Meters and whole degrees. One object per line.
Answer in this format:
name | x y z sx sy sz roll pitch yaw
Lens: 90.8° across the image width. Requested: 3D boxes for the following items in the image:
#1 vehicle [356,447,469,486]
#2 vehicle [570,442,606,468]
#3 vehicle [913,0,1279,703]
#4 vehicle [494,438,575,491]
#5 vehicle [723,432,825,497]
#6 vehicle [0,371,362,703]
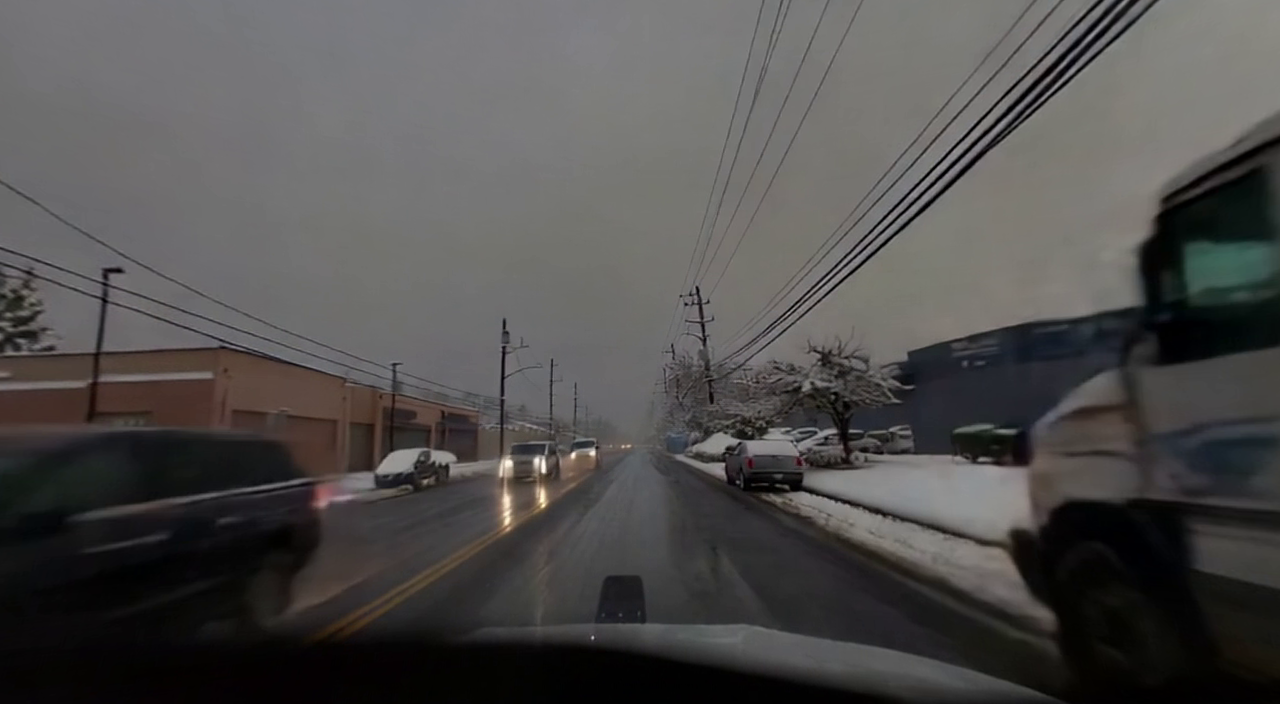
vehicle | -10.929 5.556 30.590 4.936 1.703 1.959 3 -14 -19
vehicle | -3.834 7.720 47.563 2.229 1.889 4.816 0 -9 1
vehicle | 3.512 -0.460 0.526 2.874 3.757 8.612 3 -9 1
vehicle | -3.706 4.032 23.038 2.100 1.723 4.433 0 -9 1
vehicle | 3.886 3.358 19.273 2.092 1.730 4.595 0 -9 0
vehicle | -3.525 1.091 3.481 2.061 1.679 4.042 -1 -9 1
